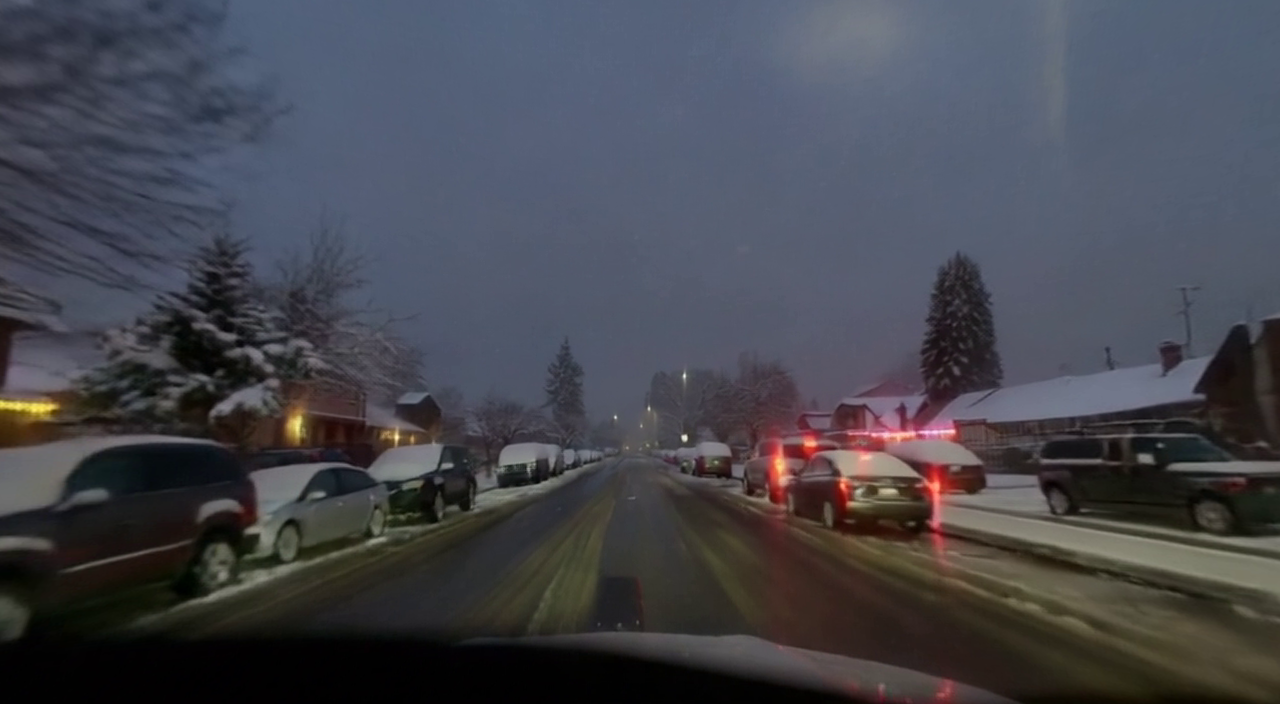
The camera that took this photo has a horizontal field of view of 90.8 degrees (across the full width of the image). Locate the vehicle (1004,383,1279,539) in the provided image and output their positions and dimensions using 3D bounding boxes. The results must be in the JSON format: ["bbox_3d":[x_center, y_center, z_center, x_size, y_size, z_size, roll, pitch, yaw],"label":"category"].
[{"bbox_3d":[9.084,1.922,10.943,2.392,1.979,5.752,1,-10,3],"label":"vehicle"}]

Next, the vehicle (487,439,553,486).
[{"bbox_3d":[-5.087,4.795,27.488,2.035,1.822,4.348,0,-10,-1],"label":"vehicle"}]

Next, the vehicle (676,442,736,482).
[{"bbox_3d":[3.457,5.895,34.398,2.415,1.963,5.688,0,-8,-2],"label":"vehicle"}]

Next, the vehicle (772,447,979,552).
[{"bbox_3d":[4.128,2.622,12.196,1.850,1.516,5.066,0,-8,-3],"label":"vehicle"}]

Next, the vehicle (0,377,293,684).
[{"bbox_3d":[-5.021,1.358,5.299,2.007,1.861,4.101,0,-10,-3],"label":"vehicle"}]

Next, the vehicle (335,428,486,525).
[{"bbox_3d":[-5.121,2.862,14.978,2.022,1.822,5.002,-1,-9,-4],"label":"vehicle"}]
